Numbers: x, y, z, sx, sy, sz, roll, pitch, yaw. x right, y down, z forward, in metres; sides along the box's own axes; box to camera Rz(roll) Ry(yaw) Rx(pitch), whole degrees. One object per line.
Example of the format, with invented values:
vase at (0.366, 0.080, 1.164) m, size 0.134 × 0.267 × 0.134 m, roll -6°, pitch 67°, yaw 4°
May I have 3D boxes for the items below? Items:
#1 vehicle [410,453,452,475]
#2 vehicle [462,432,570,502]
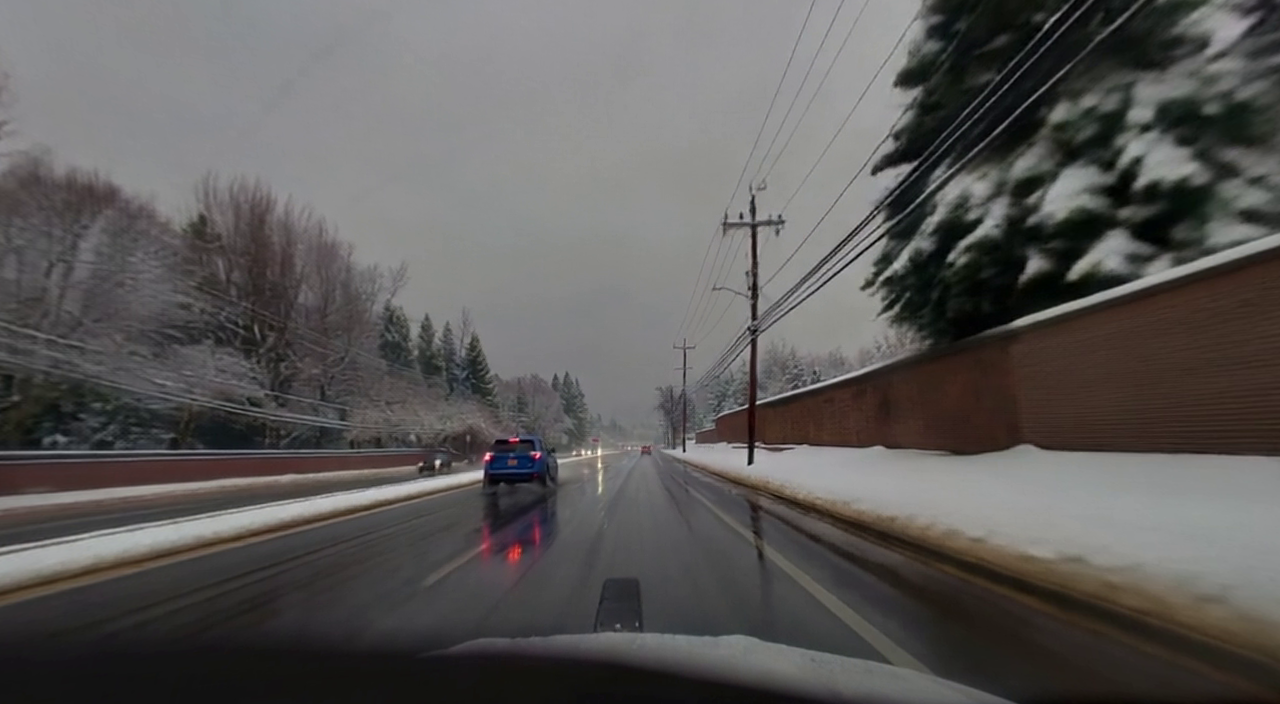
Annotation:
vehicle at (-15.996, 8.582, 48.313) m, size 1.766 × 1.554 × 3.887 m, roll 0°, pitch -8°, yaw 1°
vehicle at (-3.379, 3.229, 18.137) m, size 2.147 × 1.730 × 4.555 m, roll 0°, pitch -8°, yaw 0°
